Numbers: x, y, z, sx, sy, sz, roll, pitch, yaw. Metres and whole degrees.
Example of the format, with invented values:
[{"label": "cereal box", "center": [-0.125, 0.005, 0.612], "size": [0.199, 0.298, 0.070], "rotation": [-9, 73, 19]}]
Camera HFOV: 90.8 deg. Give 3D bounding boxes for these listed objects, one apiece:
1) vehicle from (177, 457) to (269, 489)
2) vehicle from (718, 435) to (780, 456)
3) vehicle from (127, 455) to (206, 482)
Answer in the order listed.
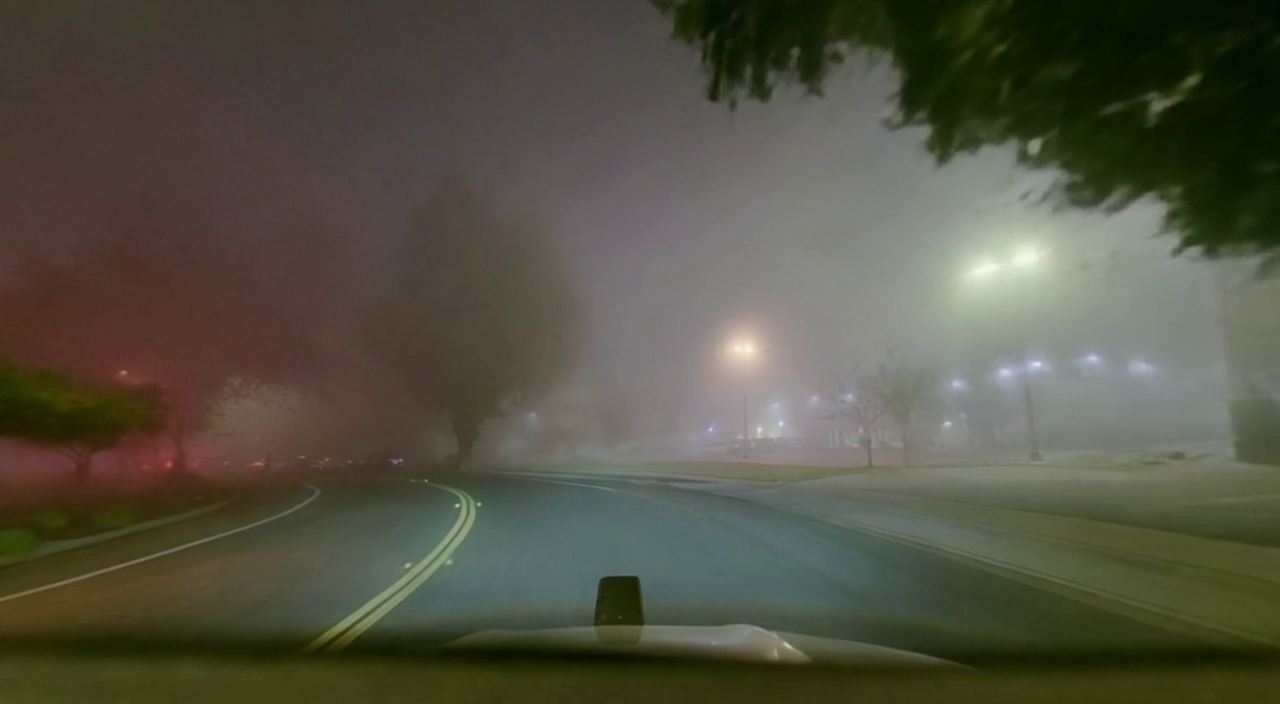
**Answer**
[{"label": "vehicle", "center": [-22.968, 6.554, 34.617], "size": [2.772, 1.161, 7.241], "rotation": [4, -8, -45]}, {"label": "vehicle", "center": [8.119, 7.013, 47.327], "size": [4.462, 1.474, 1.765], "rotation": [-1, -9, 6]}, {"label": "vehicle", "center": [-30.829, 7.551, 41.107], "size": [4.946, 1.537, 2.206], "rotation": [-5, -9, 30]}]
